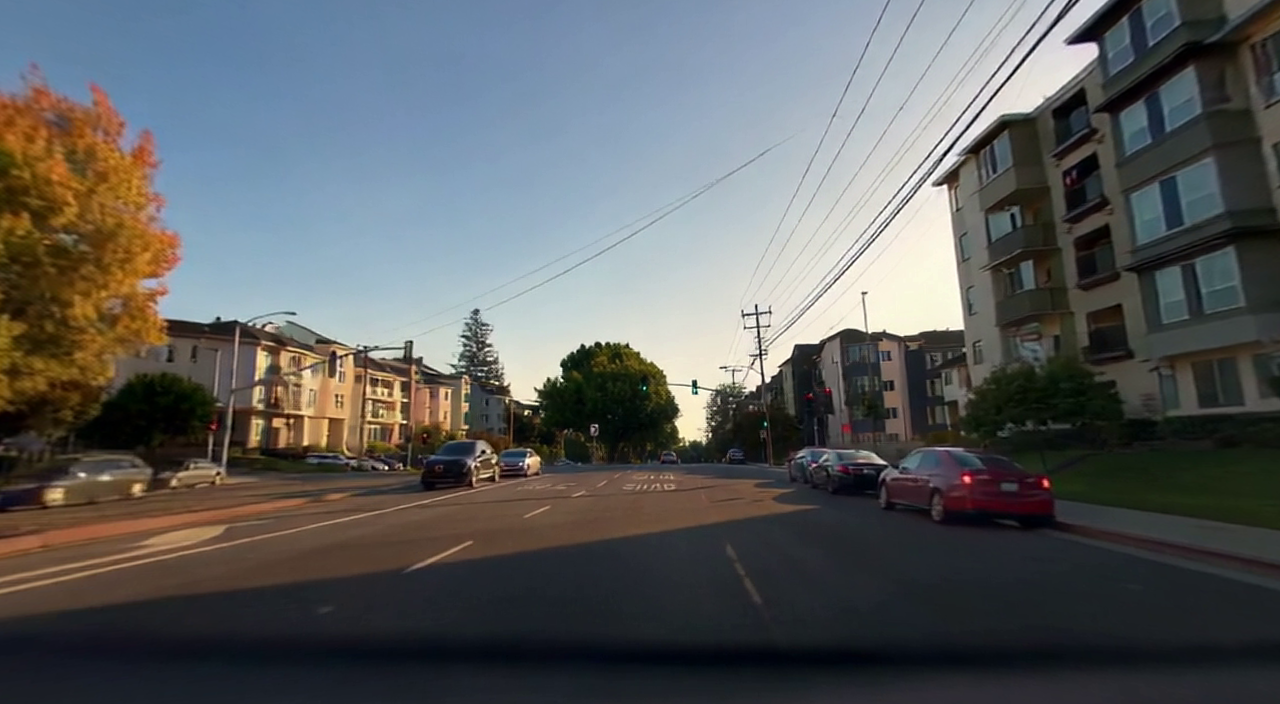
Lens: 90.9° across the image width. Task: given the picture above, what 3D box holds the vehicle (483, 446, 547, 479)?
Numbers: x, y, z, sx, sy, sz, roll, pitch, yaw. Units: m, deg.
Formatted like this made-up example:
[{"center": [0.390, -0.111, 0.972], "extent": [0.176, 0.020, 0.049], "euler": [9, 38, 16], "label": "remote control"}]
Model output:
[{"center": [-6.138, 5.455, 31.530], "extent": [1.953, 1.471, 4.744], "euler": [0, -8, 4], "label": "vehicle"}]

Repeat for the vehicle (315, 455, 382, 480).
[{"center": [-18.473, 7.312, 40.193], "extent": [1.895, 1.452, 4.483], "euler": [-1, -8, 4], "label": "vehicle"}]

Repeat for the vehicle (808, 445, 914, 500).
[{"center": [6.624, 3.617, 19.482], "extent": [1.839, 1.461, 4.645], "euler": [0, -8, 3], "label": "vehicle"}]

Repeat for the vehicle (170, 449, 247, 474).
[{"center": [-30.439, 7.748, 44.538], "extent": [4.296, 1.502, 1.823], "euler": [-5, -11, 9], "label": "vehicle"}]

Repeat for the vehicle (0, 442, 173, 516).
[{"center": [-16.030, 3.379, 17.458], "extent": [2.284, 1.738, 4.773], "euler": [-1, -8, 4], "label": "vehicle"}]

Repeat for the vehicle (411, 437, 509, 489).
[{"center": [-6.812, 4.264, 24.586], "extent": [2.074, 1.794, 4.832], "euler": [-1, -8, 4], "label": "vehicle"}]

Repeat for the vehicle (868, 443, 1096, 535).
[{"center": [6.400, 2.572, 12.598], "extent": [2.121, 1.459, 4.591], "euler": [0, -8, 2], "label": "vehicle"}]
